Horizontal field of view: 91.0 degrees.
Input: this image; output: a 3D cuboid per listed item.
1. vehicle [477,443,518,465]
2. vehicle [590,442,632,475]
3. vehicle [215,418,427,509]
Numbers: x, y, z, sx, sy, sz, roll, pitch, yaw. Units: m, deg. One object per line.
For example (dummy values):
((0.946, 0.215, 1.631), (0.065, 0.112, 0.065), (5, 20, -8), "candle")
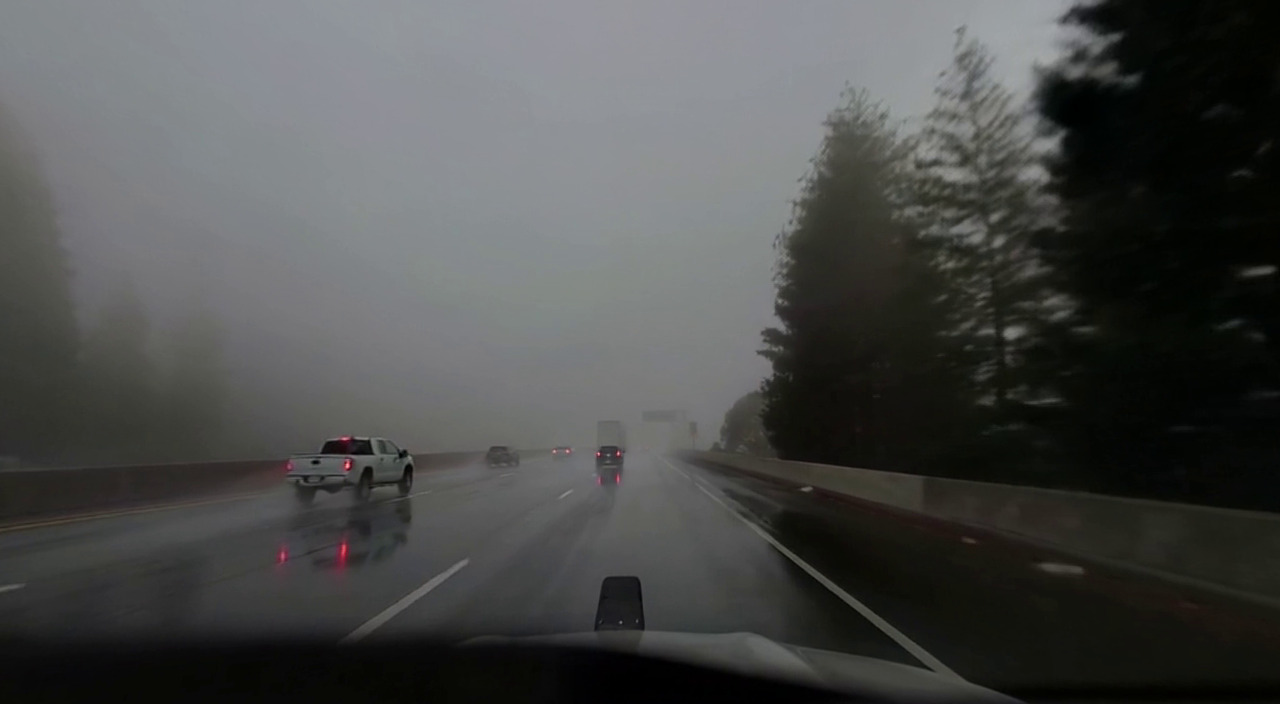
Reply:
((-10.675, 7.664, 47.473), (2.036, 1.506, 4.358), (0, -8, 1), "vehicle")
((-1.420, 5.458, 32.544), (1.931, 1.528, 4.126), (0, -8, 1), "vehicle")
((-7.317, 2.641, 15.387), (2.115, 1.778, 5.572), (0, -8, 2), "vehicle")
